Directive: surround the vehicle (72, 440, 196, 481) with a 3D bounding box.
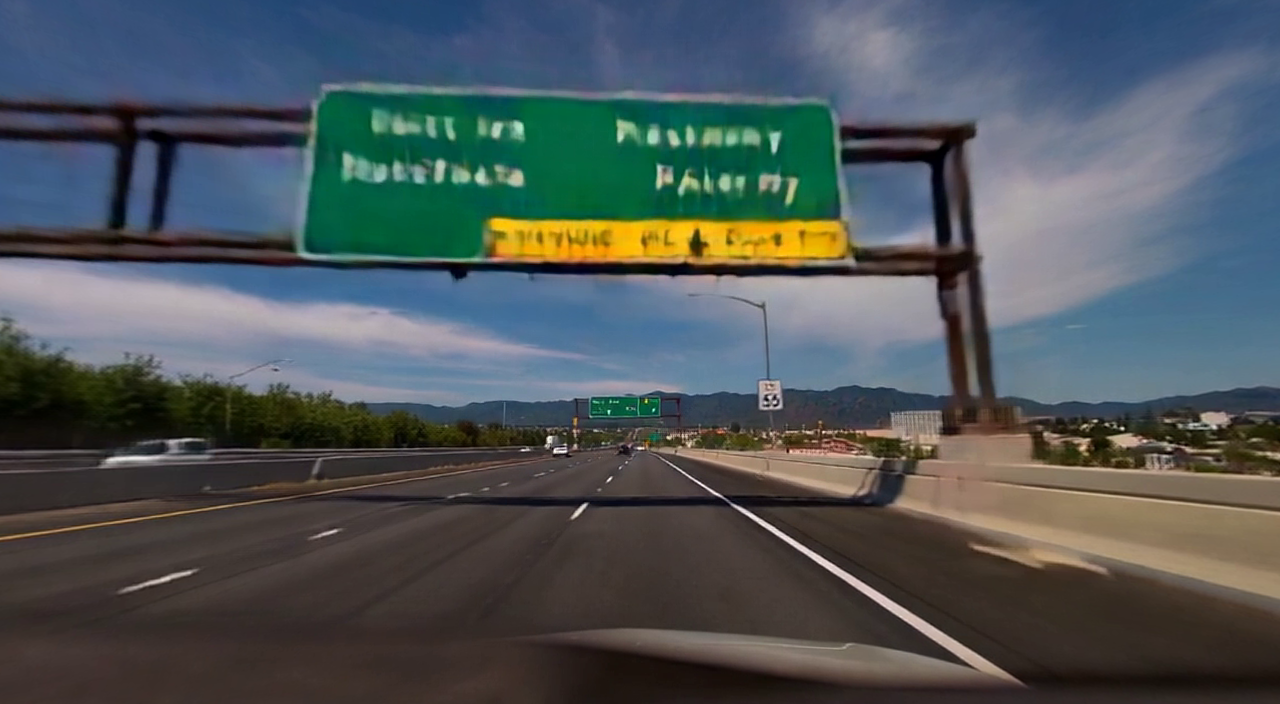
[{"bbox_3d":[-20.662,4.432,25.946,1.787,1.512,3.945,0,-9,1],"label":"vehicle"}]
